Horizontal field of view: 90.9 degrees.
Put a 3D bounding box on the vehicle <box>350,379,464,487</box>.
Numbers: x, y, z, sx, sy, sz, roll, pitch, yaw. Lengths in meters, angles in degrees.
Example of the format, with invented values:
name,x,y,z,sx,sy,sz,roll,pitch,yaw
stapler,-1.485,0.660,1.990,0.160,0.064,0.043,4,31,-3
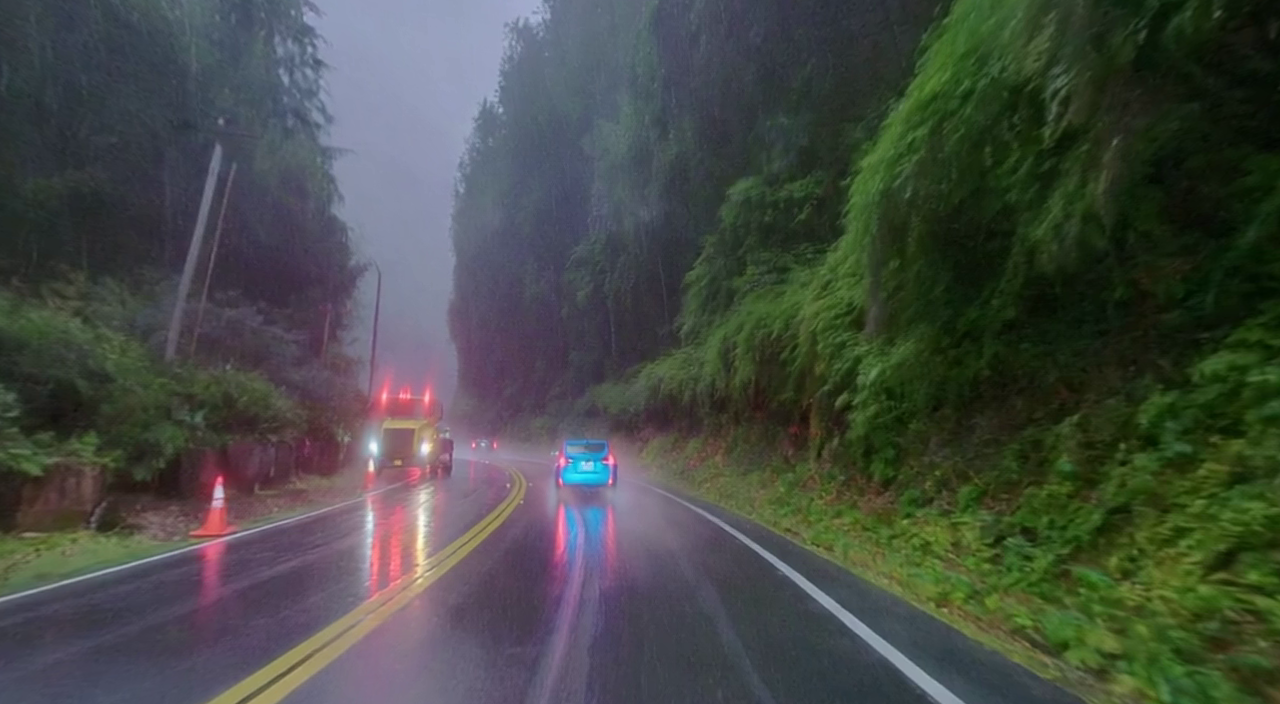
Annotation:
name,x,y,z,sx,sy,sz,roll,pitch,yaw
vehicle,-7.657,2.778,21.391,2.364,3.191,4.942,1,-8,-6

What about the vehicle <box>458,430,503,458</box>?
name,x,y,z,sx,sy,sz,roll,pitch,yaw
vehicle,-12.392,7.130,48.712,2.376,2.051,5.598,4,-9,-23

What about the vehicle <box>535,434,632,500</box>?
name,x,y,z,sx,sy,sz,roll,pitch,yaw
vehicle,-1.640,2.985,16.789,2.259,1.503,4.075,1,-9,-9
